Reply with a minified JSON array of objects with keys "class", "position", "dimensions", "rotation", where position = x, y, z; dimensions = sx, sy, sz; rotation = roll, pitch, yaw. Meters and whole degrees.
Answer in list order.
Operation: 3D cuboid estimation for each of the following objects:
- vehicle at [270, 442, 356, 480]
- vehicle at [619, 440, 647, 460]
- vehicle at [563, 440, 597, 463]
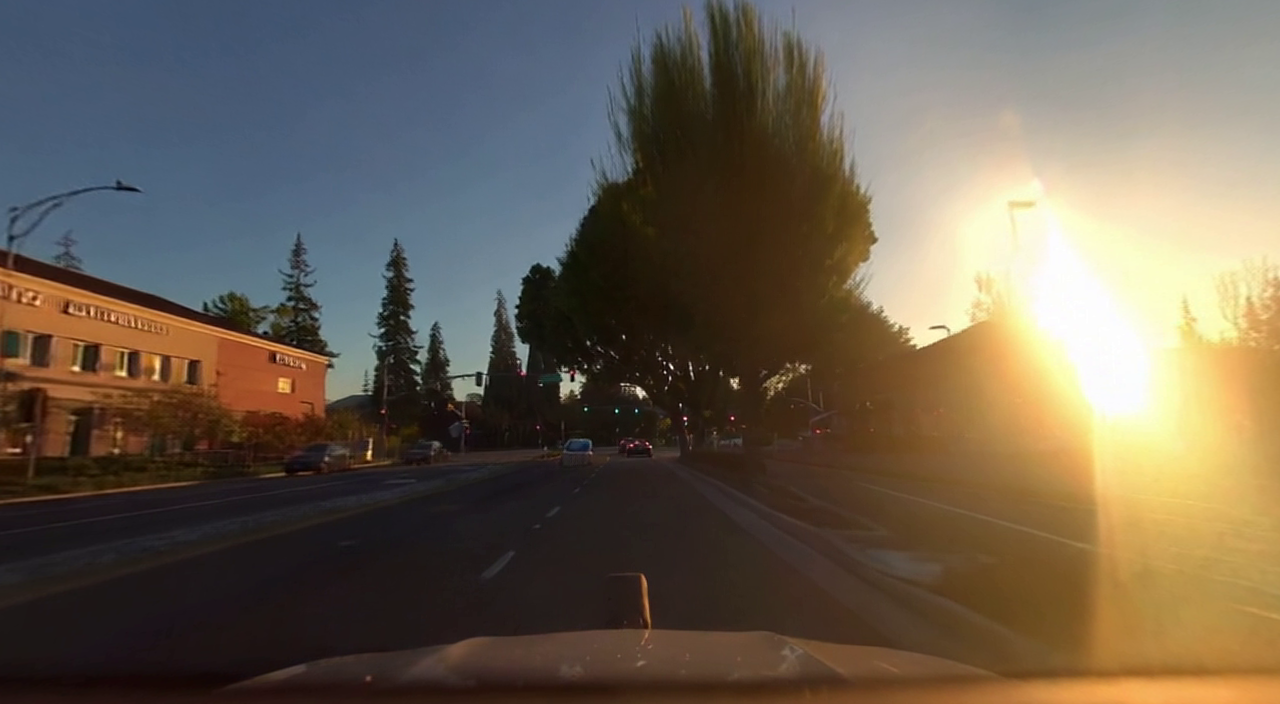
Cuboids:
[{"class":"vehicle","position":[-15.794,5.256,30.749],"dimensions":[1.834,1.694,4.405],"rotation":[0,-8,0]},{"class":"vehicle","position":[-0.582,7.582,48.972],"dimensions":[2.066,1.482,3.923],"rotation":[0,-9,-1]},{"class":"vehicle","position":[-3.999,6.706,42.673],"dimensions":[1.942,1.497,4.561],"rotation":[0,-9,-1]}]
